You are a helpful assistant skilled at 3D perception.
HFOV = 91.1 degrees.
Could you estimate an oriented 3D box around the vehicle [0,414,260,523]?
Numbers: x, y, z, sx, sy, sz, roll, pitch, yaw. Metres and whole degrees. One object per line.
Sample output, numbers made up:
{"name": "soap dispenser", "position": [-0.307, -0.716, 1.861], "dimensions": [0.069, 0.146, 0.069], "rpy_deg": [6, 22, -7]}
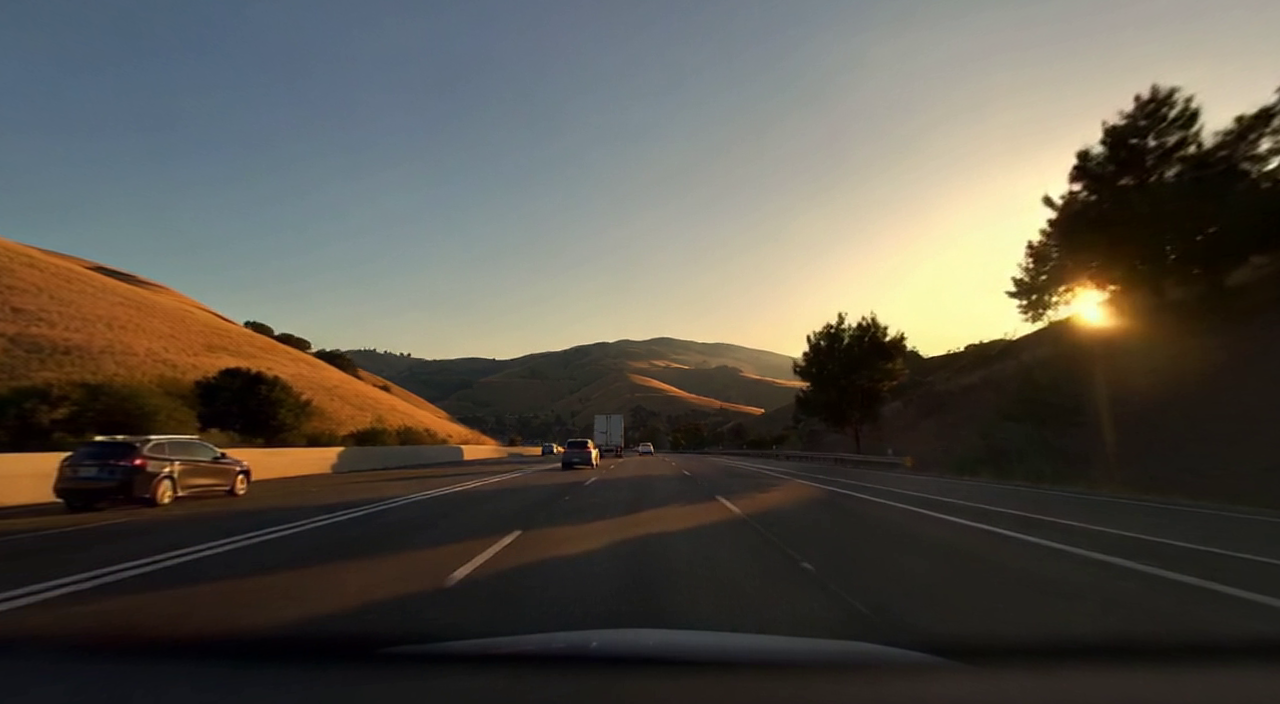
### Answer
{"name": "vehicle", "position": [-10.937, 2.371, 13.429], "dimensions": [2.130, 1.828, 5.523], "rpy_deg": [0, -8, 0]}

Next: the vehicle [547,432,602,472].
{"name": "vehicle", "position": [-3.000, 4.693, 29.657], "dimensions": [2.099, 1.734, 4.413], "rpy_deg": [0, -8, 0]}
